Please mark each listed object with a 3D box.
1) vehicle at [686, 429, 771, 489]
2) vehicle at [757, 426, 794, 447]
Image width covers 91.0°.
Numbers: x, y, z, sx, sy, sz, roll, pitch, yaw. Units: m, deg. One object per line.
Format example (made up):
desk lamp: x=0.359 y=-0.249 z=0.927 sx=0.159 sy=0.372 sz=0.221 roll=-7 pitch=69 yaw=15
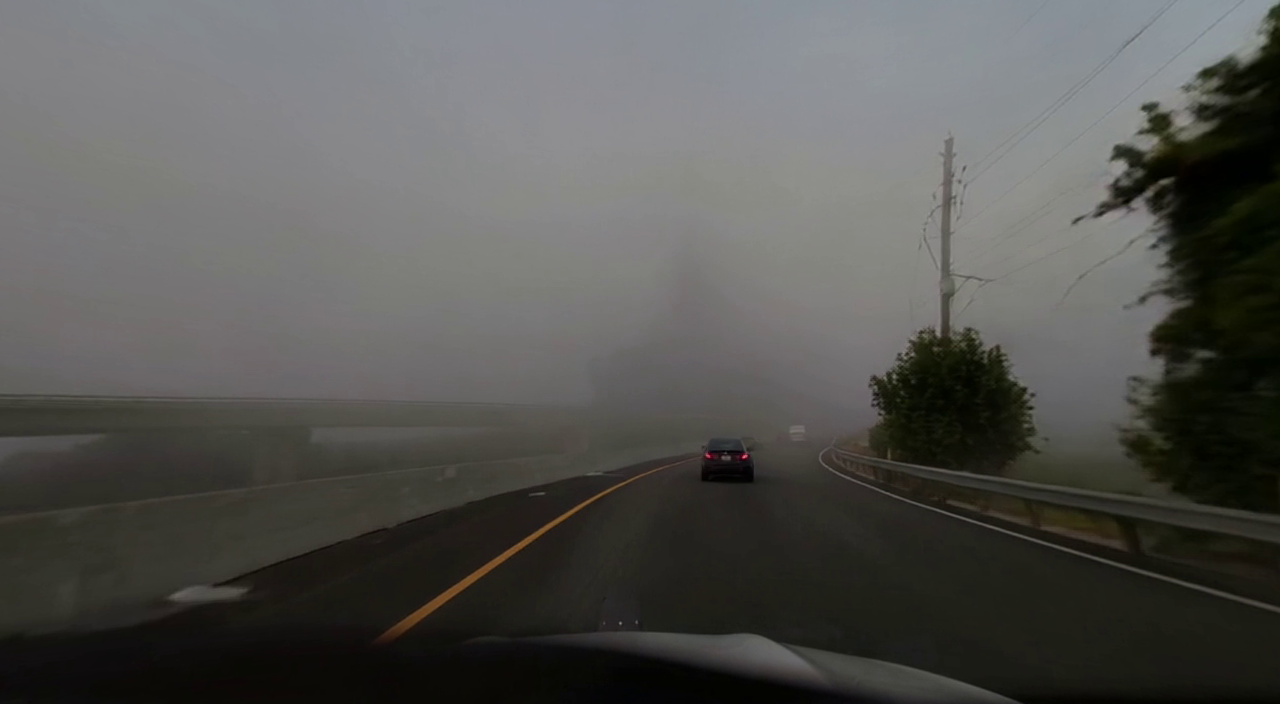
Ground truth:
vehicle: x=2.495 y=3.023 z=18.077 sx=2.091 sy=1.482 sz=4.321 roll=-1 pitch=-8 yaw=7
vehicle: x=10.401 y=6.458 z=48.039 sx=1.931 sy=1.485 sz=4.191 roll=-4 pitch=-9 yaw=23
